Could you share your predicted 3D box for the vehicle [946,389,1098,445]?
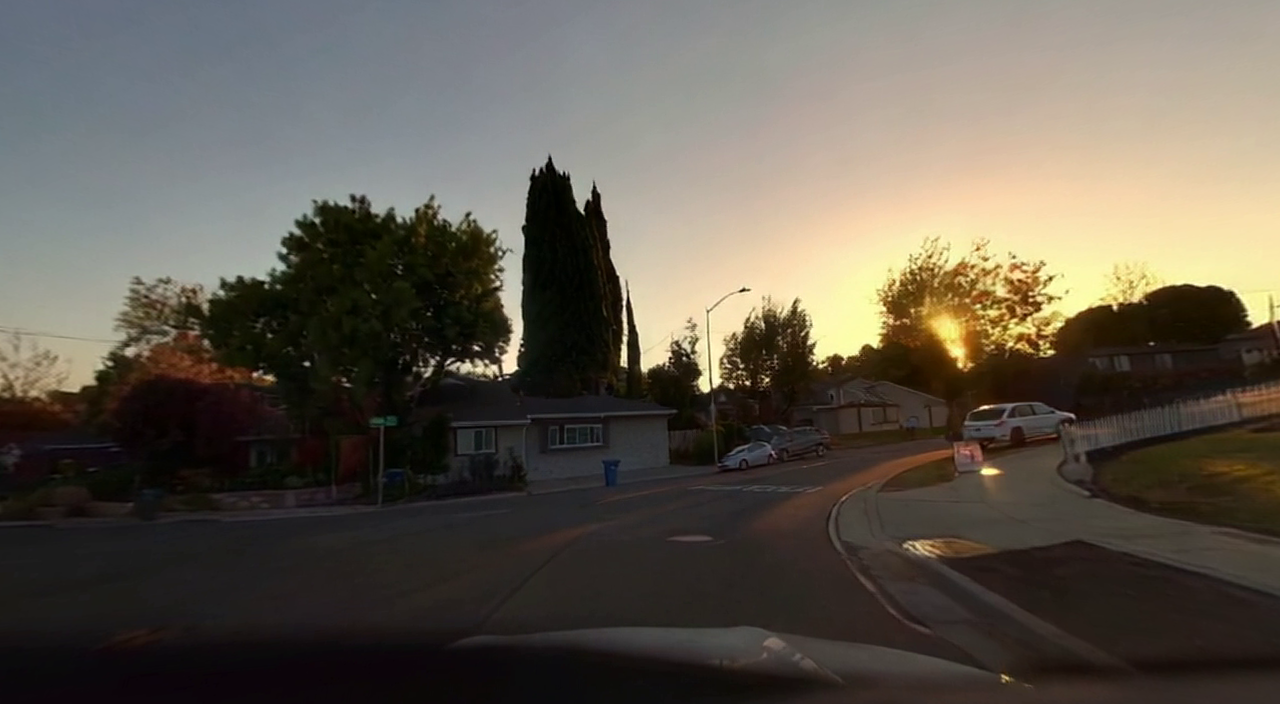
[{"bbox_3d":[16.053,2.856,26.774,5.011,2.014,2.056,-9,-13,42],"label":"vehicle"}]
